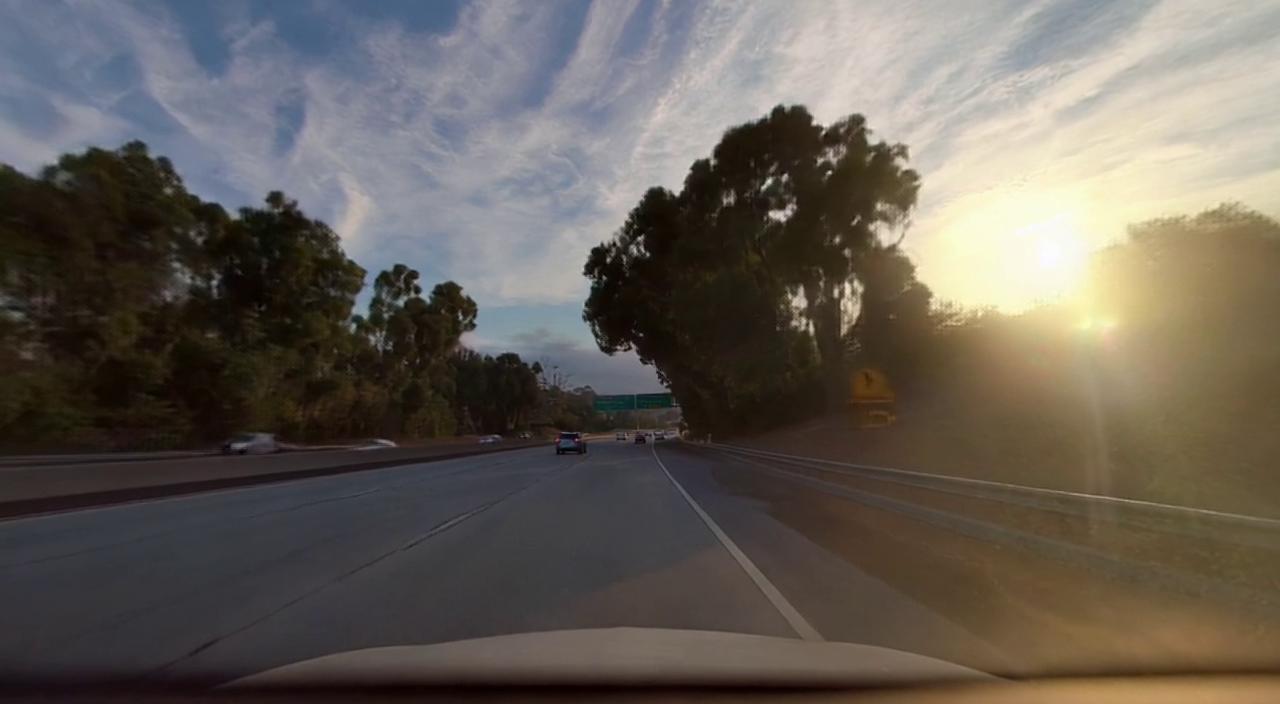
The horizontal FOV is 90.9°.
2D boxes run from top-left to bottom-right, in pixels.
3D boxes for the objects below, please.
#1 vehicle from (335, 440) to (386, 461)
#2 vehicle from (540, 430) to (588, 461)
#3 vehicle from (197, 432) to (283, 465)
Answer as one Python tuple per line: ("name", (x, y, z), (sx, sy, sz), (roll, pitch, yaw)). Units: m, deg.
("vehicle", (-20.043, 7.065, 45.362), (1.799, 1.413, 4.065), (0, -8, 0))
("vehicle", (-4.192, 5.226, 35.495), (2.052, 1.626, 4.514), (0, -8, 1))
("vehicle", (-24.654, 5.953, 39.071), (2.069, 1.916, 4.876), (0, -8, 0))
